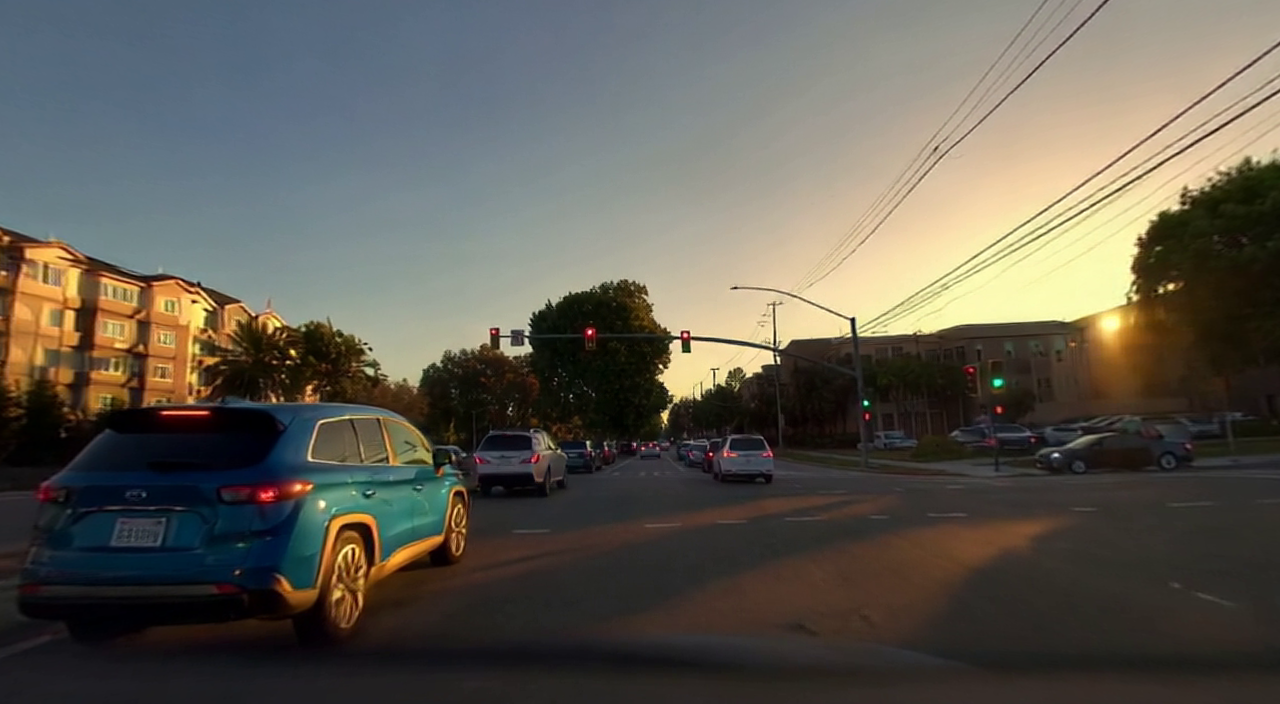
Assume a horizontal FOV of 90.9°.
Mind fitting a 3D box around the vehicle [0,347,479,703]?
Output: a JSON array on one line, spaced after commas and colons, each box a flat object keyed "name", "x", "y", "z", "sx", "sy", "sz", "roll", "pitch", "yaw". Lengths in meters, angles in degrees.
[{"name": "vehicle", "x": -3.010, "y": 1.161, "z": 5.205, "sx": 2.127, "sy": 1.754, "sz": 4.287, "roll": 0, "pitch": -8, "yaw": 1}]

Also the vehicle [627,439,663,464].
[{"name": "vehicle", "x": 0.338, "y": 6.371, "z": 40.491, "sx": 2.185, "sy": 1.515, "sz": 4.215, "roll": 0, "pitch": -8, "yaw": 1}]

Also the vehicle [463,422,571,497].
[{"name": "vehicle", "x": -3.139, "y": 2.862, "z": 17.100, "sx": 1.958, "sy": 1.744, "sz": 4.315, "roll": 0, "pitch": -8, "yaw": 2}]

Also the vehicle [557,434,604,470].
[{"name": "vehicle", "x": -2.925, "y": 5.050, "z": 31.888, "sx": 1.900, "sy": 1.677, "sz": 4.128, "roll": 0, "pitch": -8, "yaw": 1}]

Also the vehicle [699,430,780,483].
[{"name": "vehicle", "x": 3.509, "y": 3.808, "z": 23.241, "sx": 2.201, "sy": 1.734, "sz": 4.564, "roll": 0, "pitch": -8, "yaw": -1}]

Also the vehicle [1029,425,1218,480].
[{"name": "vehicle", "x": 14.977, "y": 3.147, "z": 19.808, "sx": 4.119, "sy": 1.574, "sz": 2.028, "roll": -2, "pitch": -9, "yaw": 11}]
